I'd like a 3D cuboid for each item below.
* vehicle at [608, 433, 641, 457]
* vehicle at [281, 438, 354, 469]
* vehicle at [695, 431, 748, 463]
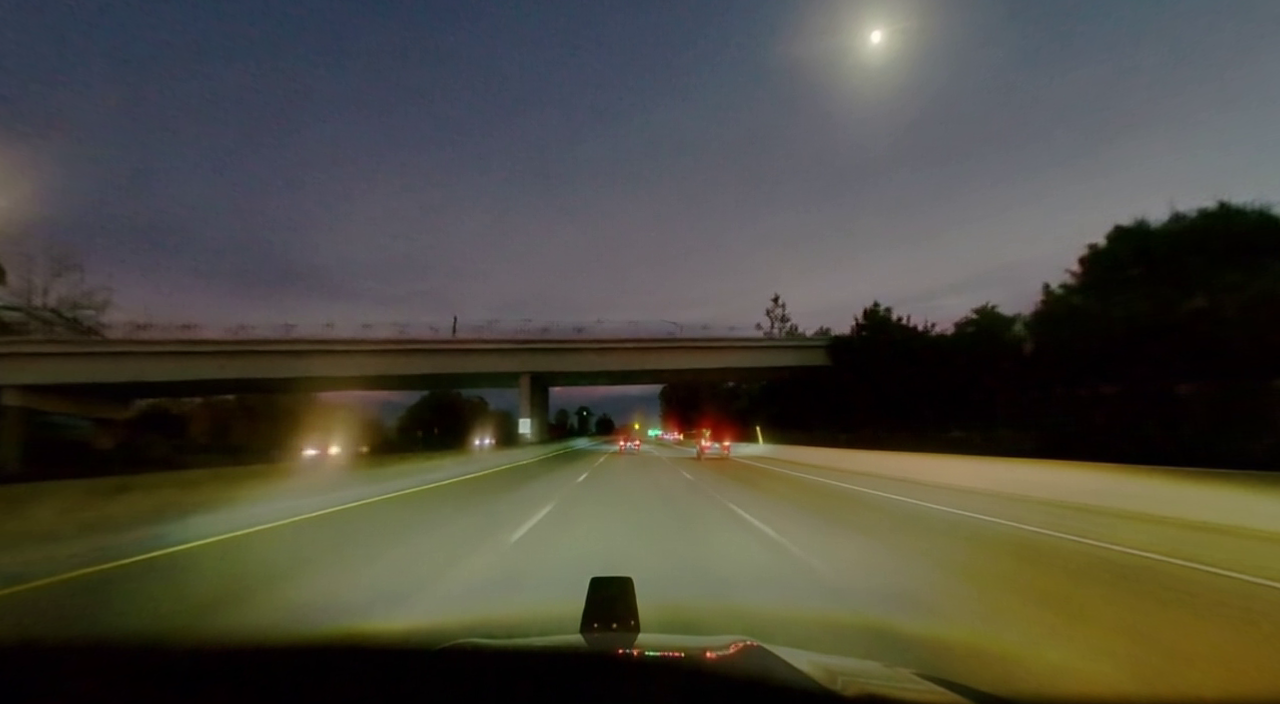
[{"bbox_3d":[-0.943,5.781,39.320,1.987,1.440,3.565,0,-8,-1],"label":"vehicle"},{"bbox_3d":[-16.904,5.319,33.292,1.776,1.484,3.974,0,-8,-1],"label":"vehicle"},{"bbox_3d":[4.176,4.937,32.982,2.056,1.508,4.093,0,-8,-2],"label":"vehicle"}]
